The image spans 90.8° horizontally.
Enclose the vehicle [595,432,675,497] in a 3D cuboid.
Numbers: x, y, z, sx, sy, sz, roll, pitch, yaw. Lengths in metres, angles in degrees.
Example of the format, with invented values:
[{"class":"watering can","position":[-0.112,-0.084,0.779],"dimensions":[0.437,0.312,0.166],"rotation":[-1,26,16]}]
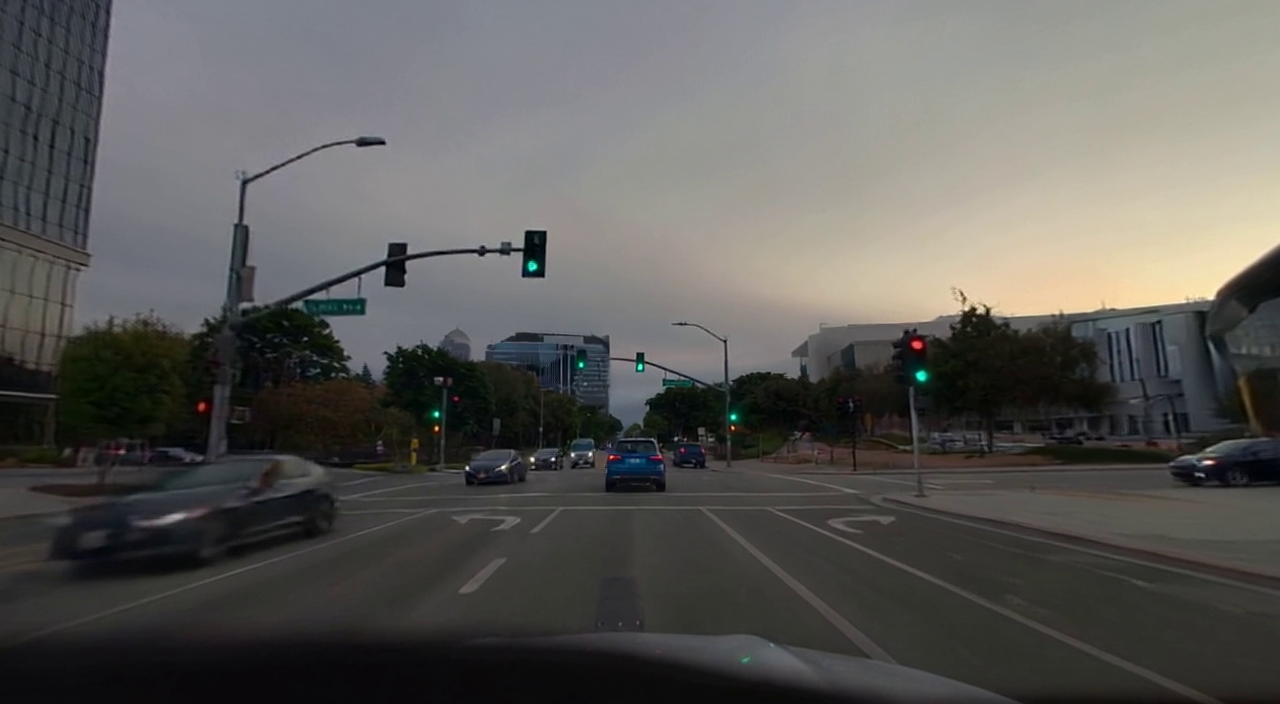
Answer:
[{"class":"vehicle","position":[-0.172,3.413,19.468],"dimensions":[2.183,1.765,4.059],"rotation":[0,-9,-1]}]

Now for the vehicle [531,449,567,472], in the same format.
[{"class":"vehicle","position":[-6.459,7.738,45.276],"dimensions":[1.874,1.480,4.148],"rotation":[0,-9,0]}]

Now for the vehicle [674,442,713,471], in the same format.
[{"class":"vehicle","position":[3.679,7.259,44.159],"dimensions":[2.113,1.869,5.322],"rotation":[0,-9,-2]}]

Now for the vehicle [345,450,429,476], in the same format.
[{"class":"vehicle","position":[-16.128,7.052,40.398],"dimensions":[4.588,1.582,1.980],"rotation":[6,-11,-33]}]

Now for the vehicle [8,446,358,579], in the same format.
[{"class":"vehicle","position":[-6.134,2.138,9.344],"dimensions":[1.908,1.475,4.337],"rotation":[0,-9,0]}]

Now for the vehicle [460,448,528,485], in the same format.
[{"class":"vehicle","position":[-6.377,5.050,28.142],"dimensions":[1.934,1.476,4.457],"rotation":[0,-9,1]}]
